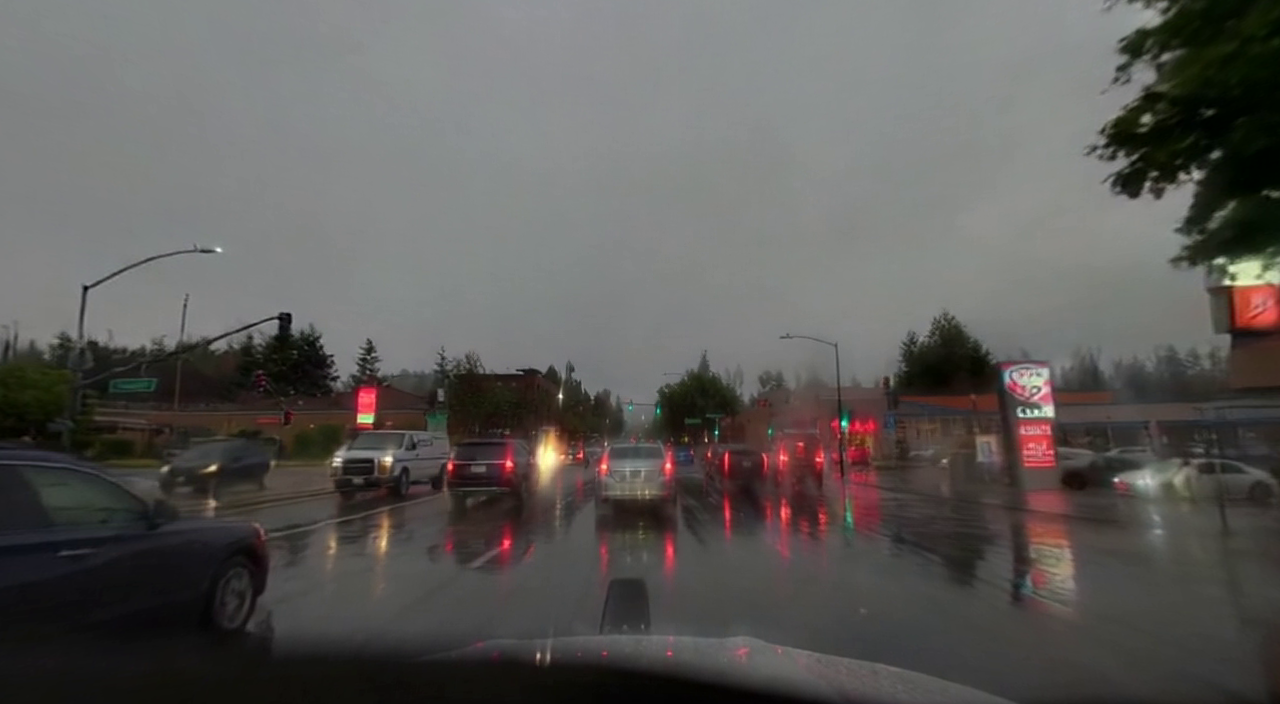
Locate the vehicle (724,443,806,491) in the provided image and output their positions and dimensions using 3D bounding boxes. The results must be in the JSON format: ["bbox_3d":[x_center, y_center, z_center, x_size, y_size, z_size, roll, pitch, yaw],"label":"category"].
[{"bbox_3d":[4.268,3.985,22.217,1.979,1.485,4.207,0,-9,-1],"label":"vehicle"}]

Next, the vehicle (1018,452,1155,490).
[{"bbox_3d":[19.403,5.180,27.576,4.379,1.558,2.033,0,-9,1],"label":"vehicle"}]

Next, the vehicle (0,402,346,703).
[{"bbox_3d":[-3.697,1.066,3.318,1.992,1.493,4.688,0,-9,1],"label":"vehicle"}]

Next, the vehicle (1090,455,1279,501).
[{"bbox_3d":[18.845,4.340,21.900,4.795,1.457,1.986,-1,-9,4],"label":"vehicle"}]

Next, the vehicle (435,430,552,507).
[{"bbox_3d":[-3.560,2.918,16.160,1.983,1.685,3.997,0,-9,1],"label":"vehicle"}]

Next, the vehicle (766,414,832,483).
[{"bbox_3d":[8.025,4.922,32.179,2.613,3.281,2.673,1,-8,-1],"label":"vehicle"}]

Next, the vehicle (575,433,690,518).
[{"bbox_3d":[-0.126,2.602,13.740,2.121,1.563,4.031,0,-9,0],"label":"vehicle"}]

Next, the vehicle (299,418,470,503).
[{"bbox_3d":[-6.882,3.029,17.942,2.321,2.013,5.640,0,-9,2],"label":"vehicle"}]
